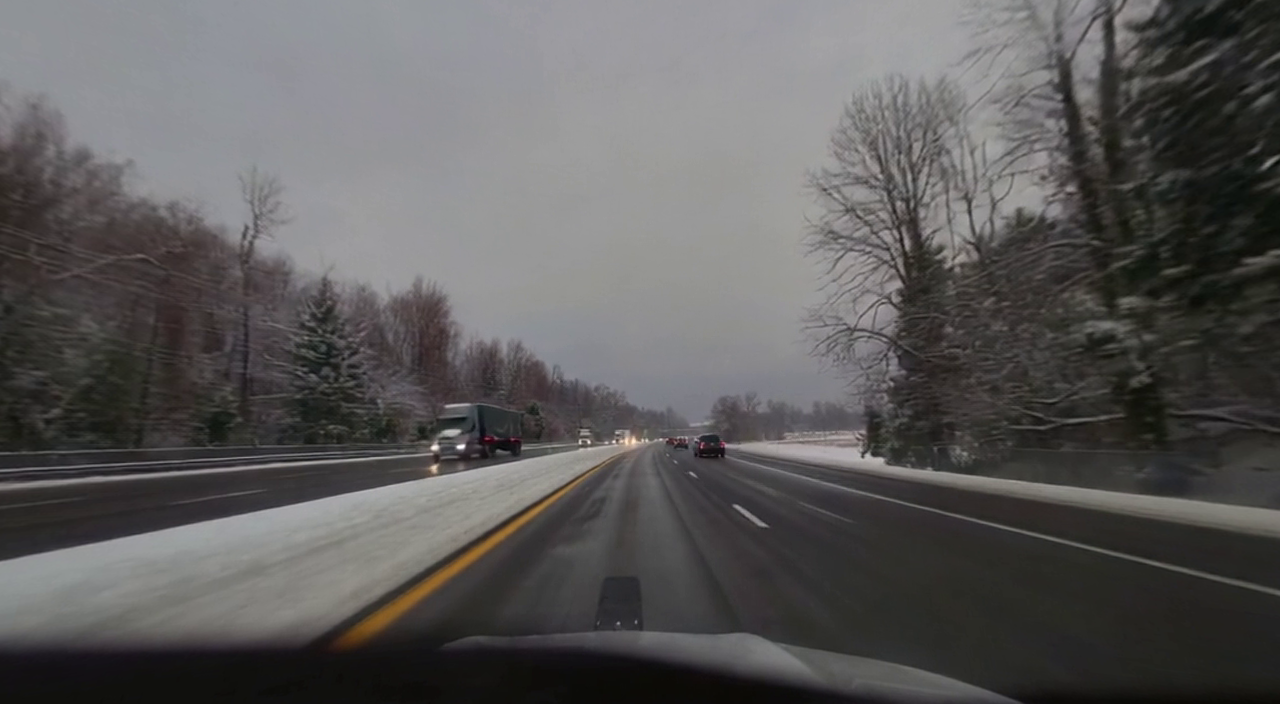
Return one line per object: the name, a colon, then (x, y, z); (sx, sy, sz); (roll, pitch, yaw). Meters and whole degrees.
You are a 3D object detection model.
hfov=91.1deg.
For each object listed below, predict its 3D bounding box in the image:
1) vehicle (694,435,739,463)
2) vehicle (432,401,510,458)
vehicle: (4.350, 5.599, 36.376); (2.024, 1.516, 4.197); (0, -8, 0)
vehicle: (-12.651, 6.053, 48.275); (3.048, 3.893, 10.150); (0, -8, 1)
